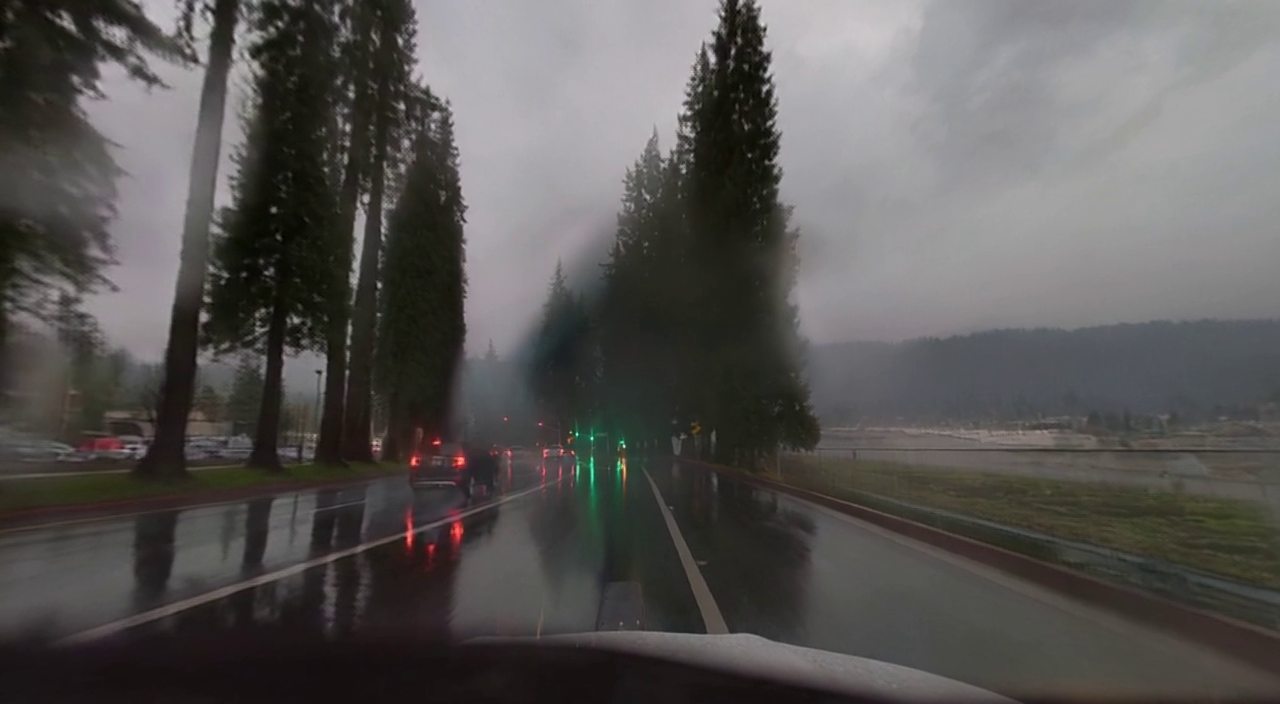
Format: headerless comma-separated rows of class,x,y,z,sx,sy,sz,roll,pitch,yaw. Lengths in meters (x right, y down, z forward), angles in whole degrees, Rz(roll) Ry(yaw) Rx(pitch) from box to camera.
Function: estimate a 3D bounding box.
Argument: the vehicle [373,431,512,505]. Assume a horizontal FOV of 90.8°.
vehicle,-5.169,3.096,17.372,2.210,1.737,4.649,-1,-8,2
